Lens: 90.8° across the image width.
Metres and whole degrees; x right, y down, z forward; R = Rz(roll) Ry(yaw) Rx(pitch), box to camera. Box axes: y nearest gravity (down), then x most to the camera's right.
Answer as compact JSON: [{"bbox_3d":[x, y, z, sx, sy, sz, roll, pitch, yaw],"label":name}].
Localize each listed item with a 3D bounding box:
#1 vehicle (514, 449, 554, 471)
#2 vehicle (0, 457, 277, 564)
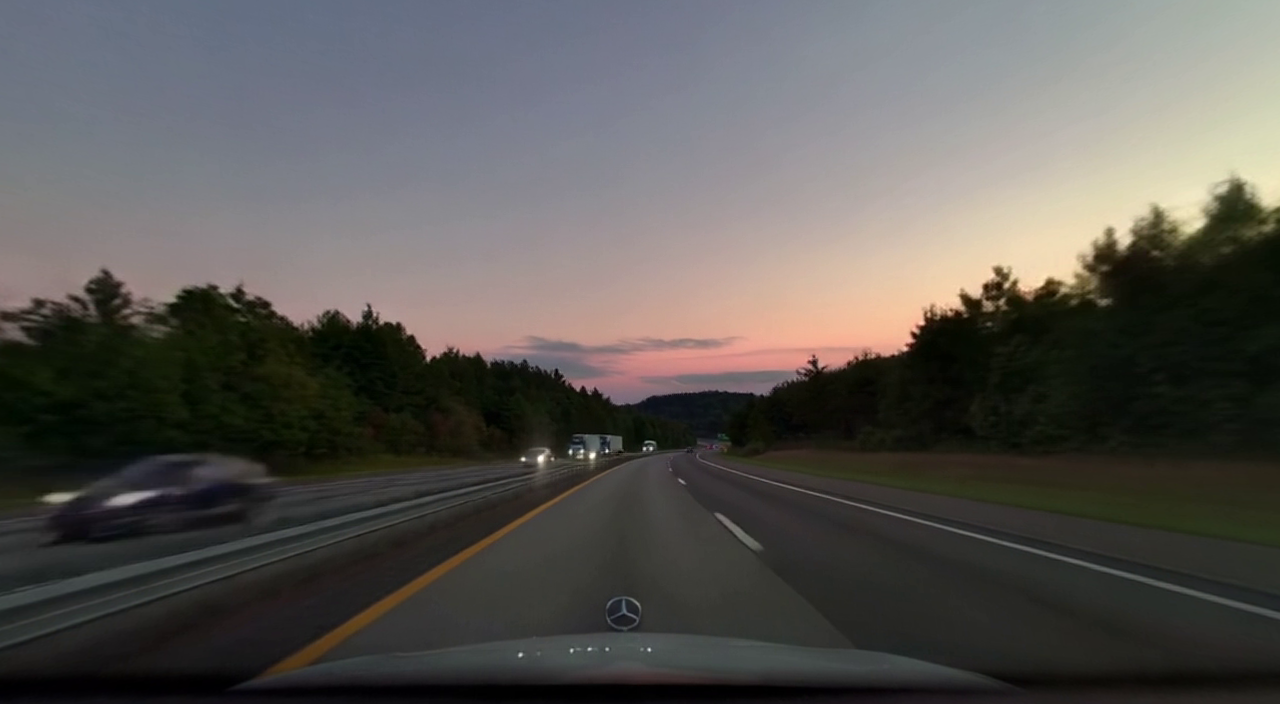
[{"bbox_3d":[-8.004,8.186,48.034,2.069,1.606,4.753,-1,-9,2],"label":"vehicle"},{"bbox_3d":[-8.951,2.693,11.522,1.883,1.465,4.631,0,-9,0],"label":"vehicle"}]
